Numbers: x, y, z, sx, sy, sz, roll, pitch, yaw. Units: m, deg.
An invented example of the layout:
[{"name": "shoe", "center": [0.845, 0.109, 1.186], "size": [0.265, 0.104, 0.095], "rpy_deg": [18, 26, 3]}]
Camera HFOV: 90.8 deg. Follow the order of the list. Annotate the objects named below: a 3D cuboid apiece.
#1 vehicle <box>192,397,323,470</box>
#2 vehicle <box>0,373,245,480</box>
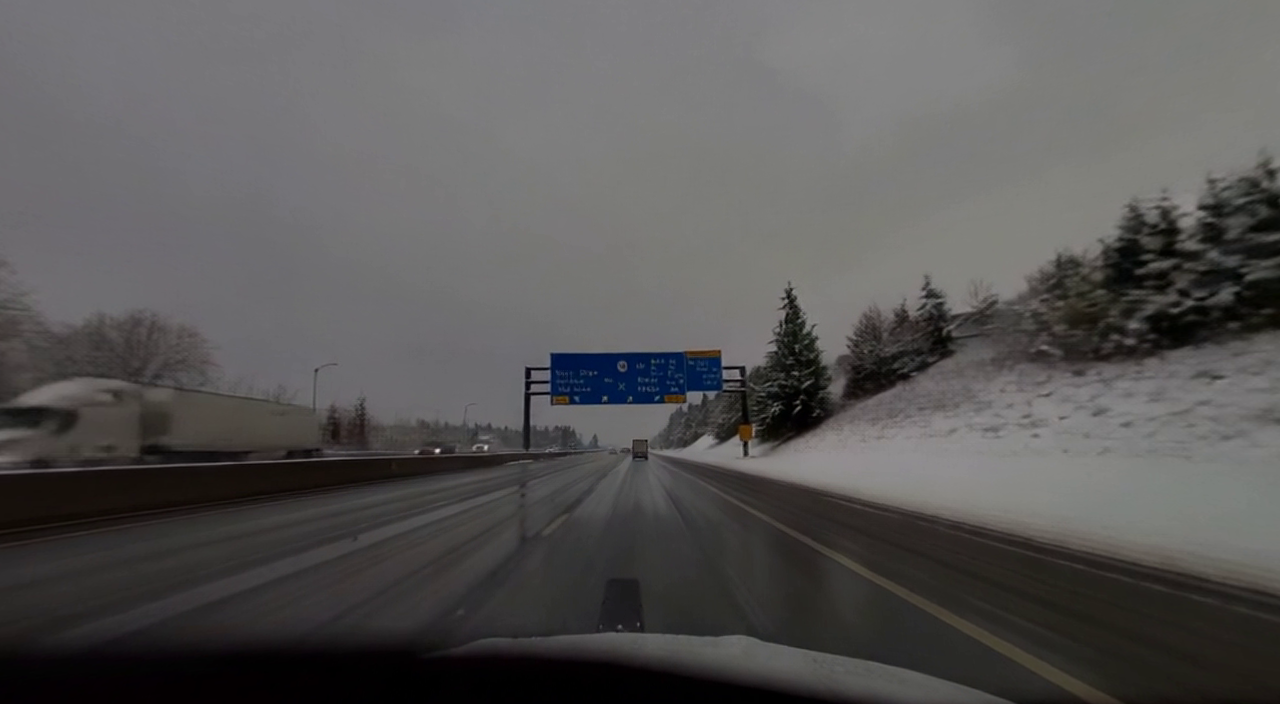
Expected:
[{"name": "vehicle", "center": [-22.855, 5.068, 38.420], "size": [2.821, 3.954, 8.123], "rpy_deg": [0, -9, 0]}, {"name": "vehicle", "center": [-22.794, 3.546, 28.730], "size": [3.004, 3.989, 10.208], "rpy_deg": [0, -9, 0]}]
